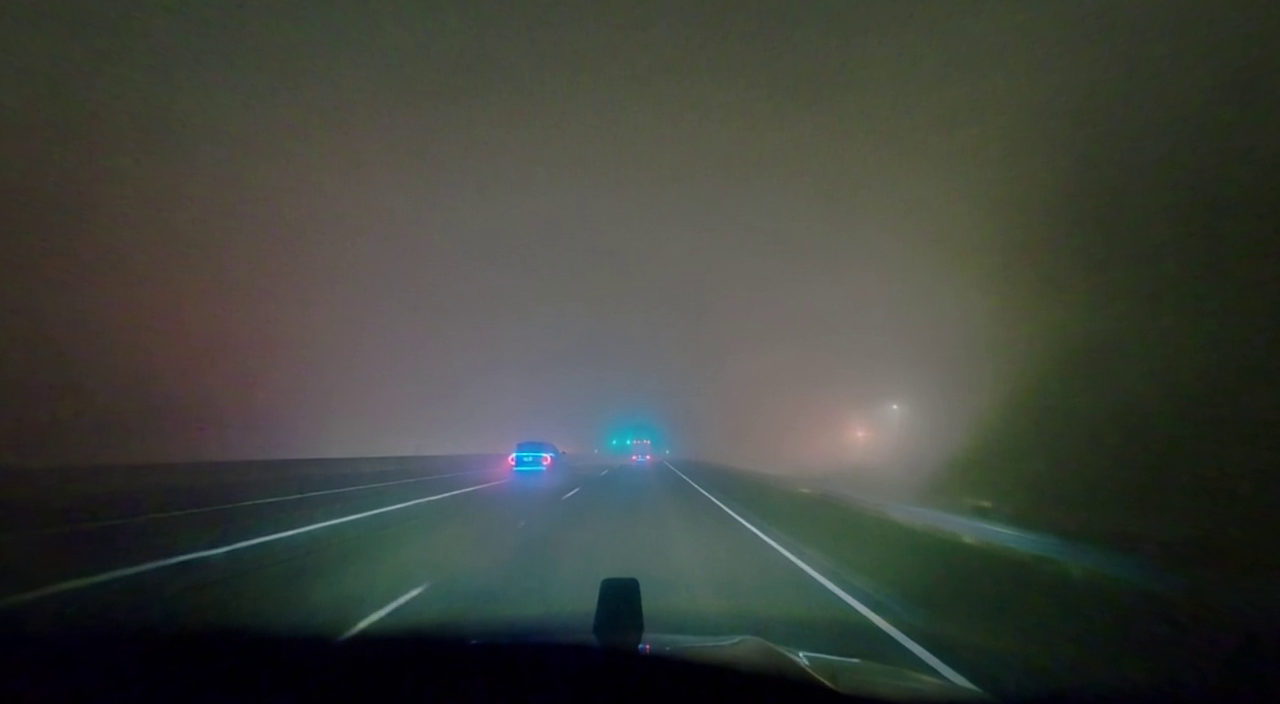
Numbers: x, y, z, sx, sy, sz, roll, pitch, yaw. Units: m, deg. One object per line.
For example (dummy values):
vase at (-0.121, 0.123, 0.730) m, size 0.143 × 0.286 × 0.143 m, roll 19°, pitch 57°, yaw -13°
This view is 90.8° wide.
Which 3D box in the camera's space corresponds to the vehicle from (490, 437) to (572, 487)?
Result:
vehicle at (-4.150, 4.315, 25.030) m, size 2.272 × 1.759 × 5.058 m, roll 0°, pitch -9°, yaw 1°
